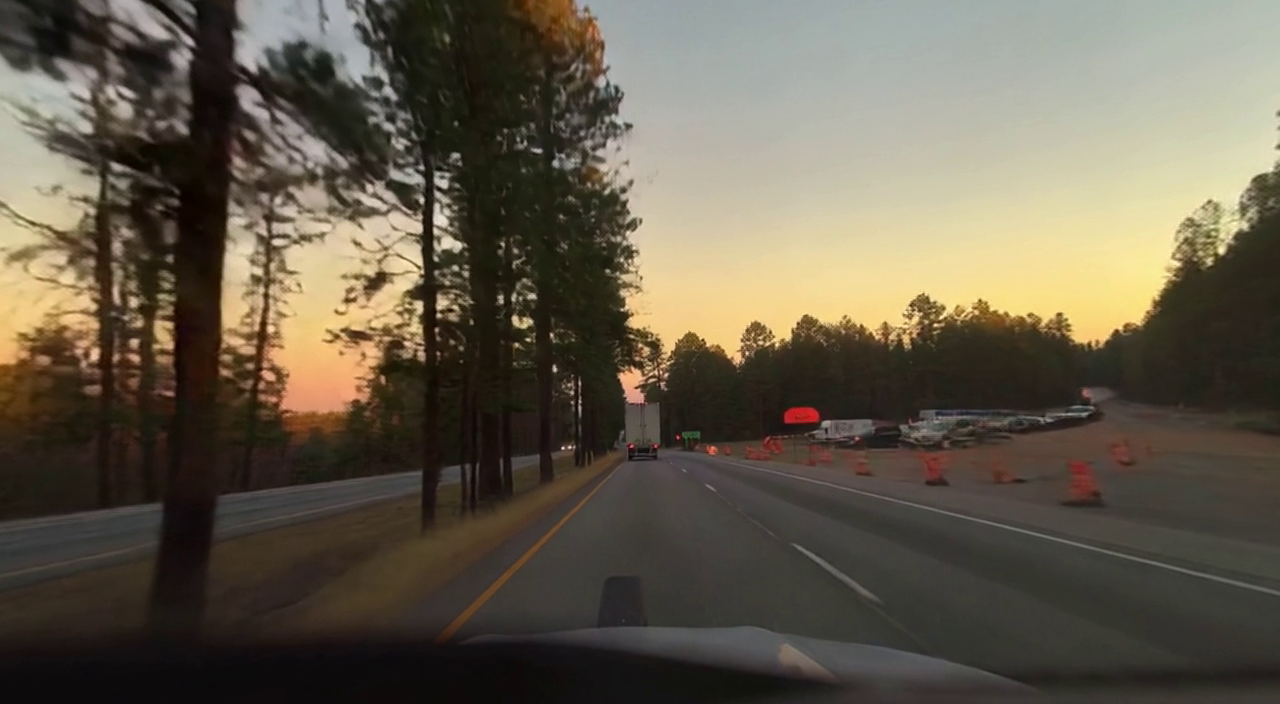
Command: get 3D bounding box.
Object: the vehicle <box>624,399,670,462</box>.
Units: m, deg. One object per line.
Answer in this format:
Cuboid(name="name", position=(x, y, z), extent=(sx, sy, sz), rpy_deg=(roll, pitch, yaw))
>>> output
Cuboid(name="vehicle", position=(0.311, 5.858, 46.289), extent=(2.935, 4.068, 11.036), rpy_deg=(0, -8, -1))
